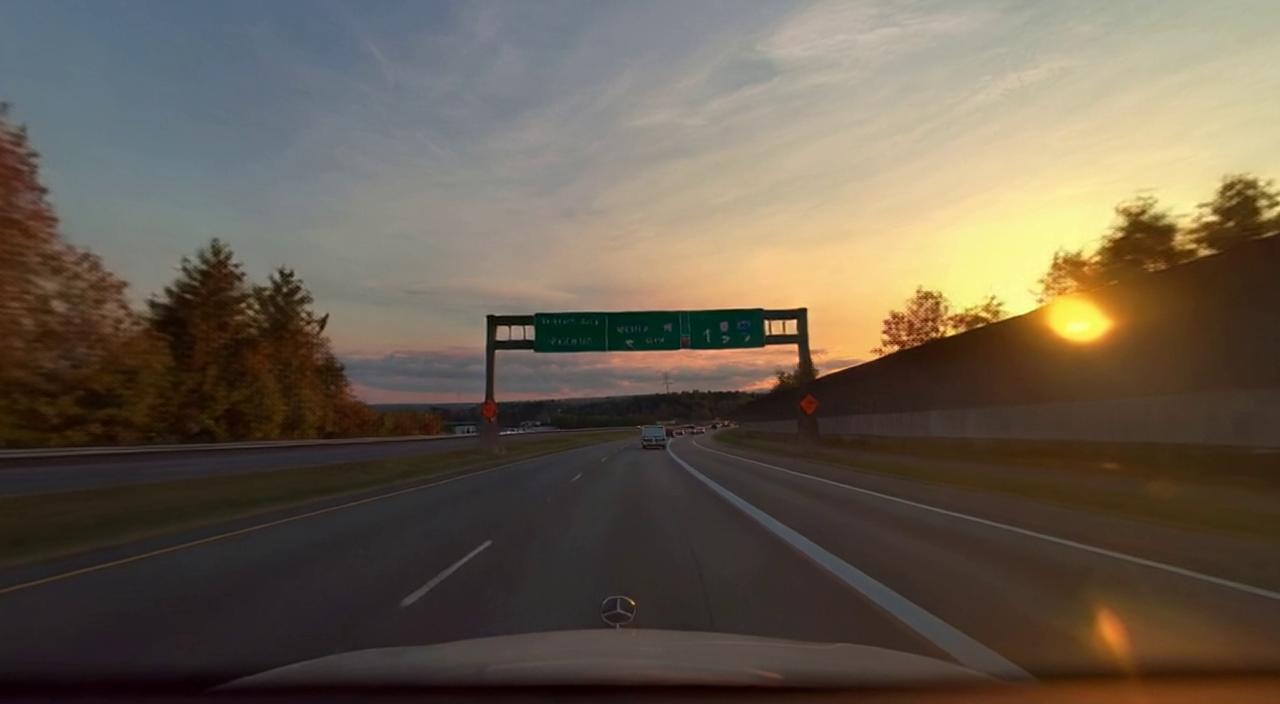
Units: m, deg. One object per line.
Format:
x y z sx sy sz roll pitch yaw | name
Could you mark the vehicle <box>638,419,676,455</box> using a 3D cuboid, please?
1.191 5.919 43.769 2.450 2.314 4.753 0 -8 2 | vehicle
